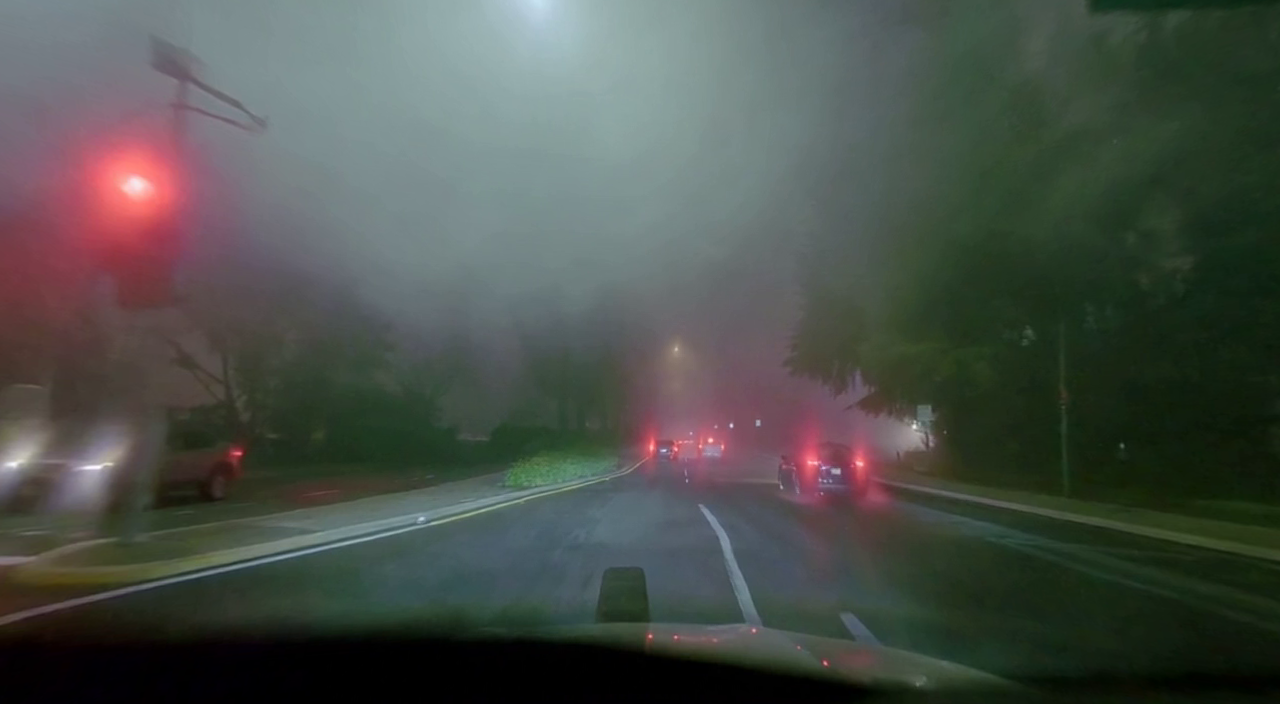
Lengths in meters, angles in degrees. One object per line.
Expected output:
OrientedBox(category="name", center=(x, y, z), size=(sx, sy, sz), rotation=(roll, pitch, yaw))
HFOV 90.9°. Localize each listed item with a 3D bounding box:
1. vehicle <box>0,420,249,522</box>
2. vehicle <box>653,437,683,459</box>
OrientedBox(category="vehicle", center=(-10.762, 2.366, 13.029), size=(2.133, 1.696, 4.586), rotation=(-1, -9, 5))
OrientedBox(category="vehicle", center=(1.977, 6.733, 44.275), size=(2.039, 1.462, 4.203), rotation=(0, -9, 3))
